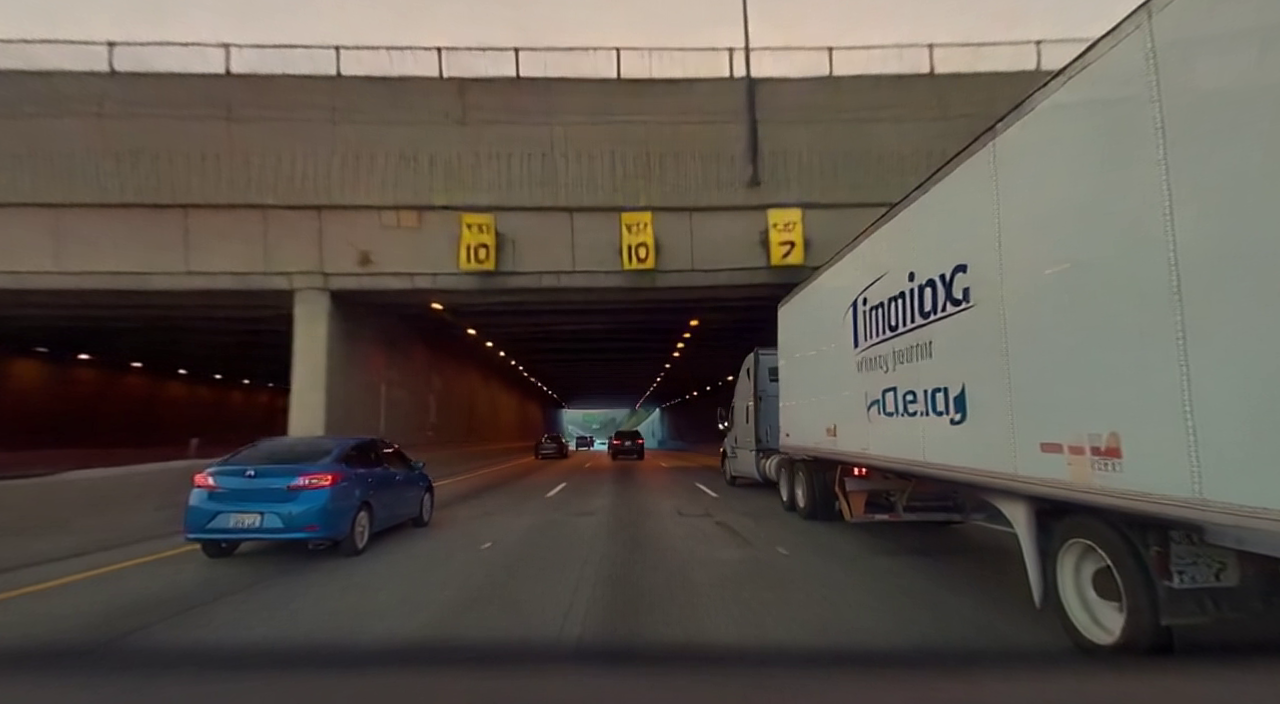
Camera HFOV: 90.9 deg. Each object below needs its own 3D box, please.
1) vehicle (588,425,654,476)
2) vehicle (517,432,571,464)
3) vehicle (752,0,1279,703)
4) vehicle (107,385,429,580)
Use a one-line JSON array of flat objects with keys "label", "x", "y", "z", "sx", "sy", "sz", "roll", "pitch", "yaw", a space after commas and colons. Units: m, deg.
[{"label": "vehicle", "x": -0.647, "y": 3.412, "z": 22.083, "sx": 2.094, "sy": 1.600, "sz": 3.666, "roll": 0, "pitch": -8, "yaw": -1}, {"label": "vehicle", "x": -4.639, "y": 4.702, "z": 31.059, "sx": 2.019, "sy": 1.435, "sz": 4.317, "roll": 0, "pitch": -8, "yaw": -1}, {"label": "vehicle", "x": 3.908, "y": 0.012, "z": 5.841, "sx": 2.842, "sy": 4.108, "sz": 14.081, "roll": 0, "pitch": -8, "yaw": -1}, {"label": "vehicle", "x": -3.750, "y": 1.335, "z": 7.031, "sx": 1.826, "sy": 1.695, "sz": 2.870, "roll": 0, "pitch": -8, "yaw": -1}]
